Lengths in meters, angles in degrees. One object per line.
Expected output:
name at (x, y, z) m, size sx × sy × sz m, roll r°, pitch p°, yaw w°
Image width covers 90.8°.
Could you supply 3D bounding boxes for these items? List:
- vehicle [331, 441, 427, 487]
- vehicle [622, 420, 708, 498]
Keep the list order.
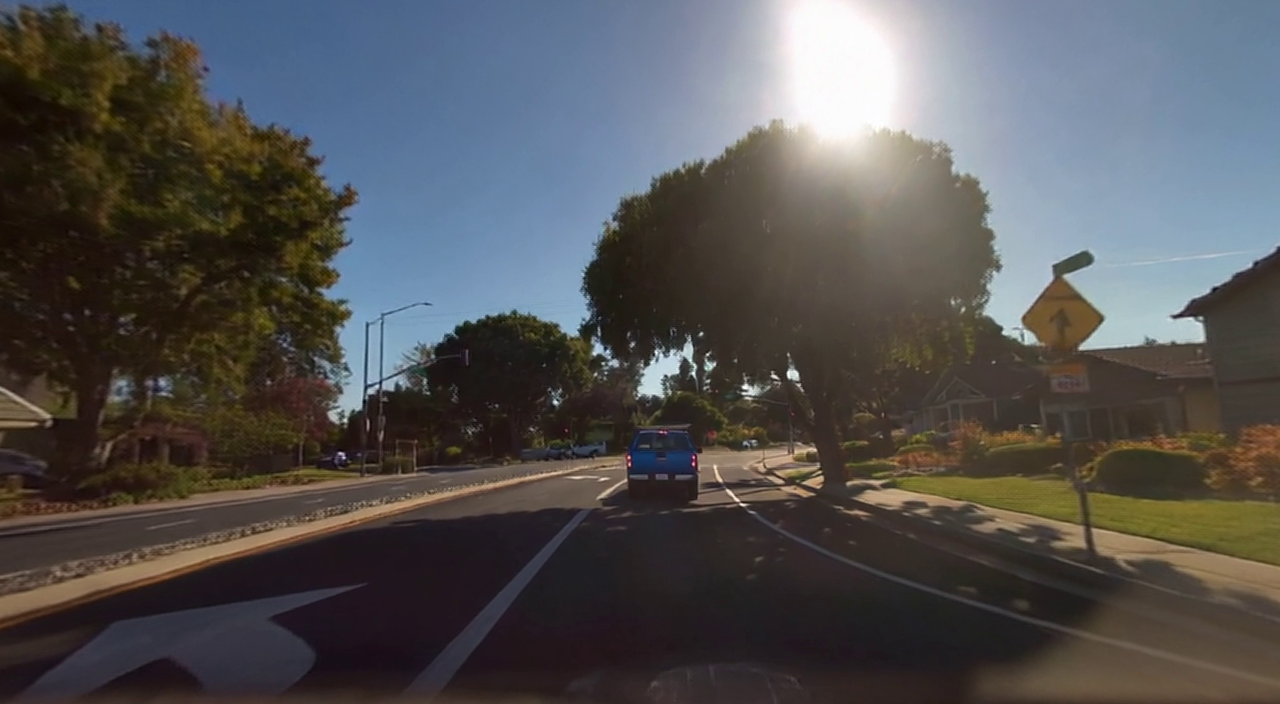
vehicle at (-12.108, 5.185, 29.741) m, size 2.053 × 1.822 × 4.852 m, roll -2°, pitch -7°, yaw 6°
vehicle at (0.769, 3.062, 18.311) m, size 2.153 × 1.942 × 4.767 m, roll -1°, pitch -9°, yaw 3°
